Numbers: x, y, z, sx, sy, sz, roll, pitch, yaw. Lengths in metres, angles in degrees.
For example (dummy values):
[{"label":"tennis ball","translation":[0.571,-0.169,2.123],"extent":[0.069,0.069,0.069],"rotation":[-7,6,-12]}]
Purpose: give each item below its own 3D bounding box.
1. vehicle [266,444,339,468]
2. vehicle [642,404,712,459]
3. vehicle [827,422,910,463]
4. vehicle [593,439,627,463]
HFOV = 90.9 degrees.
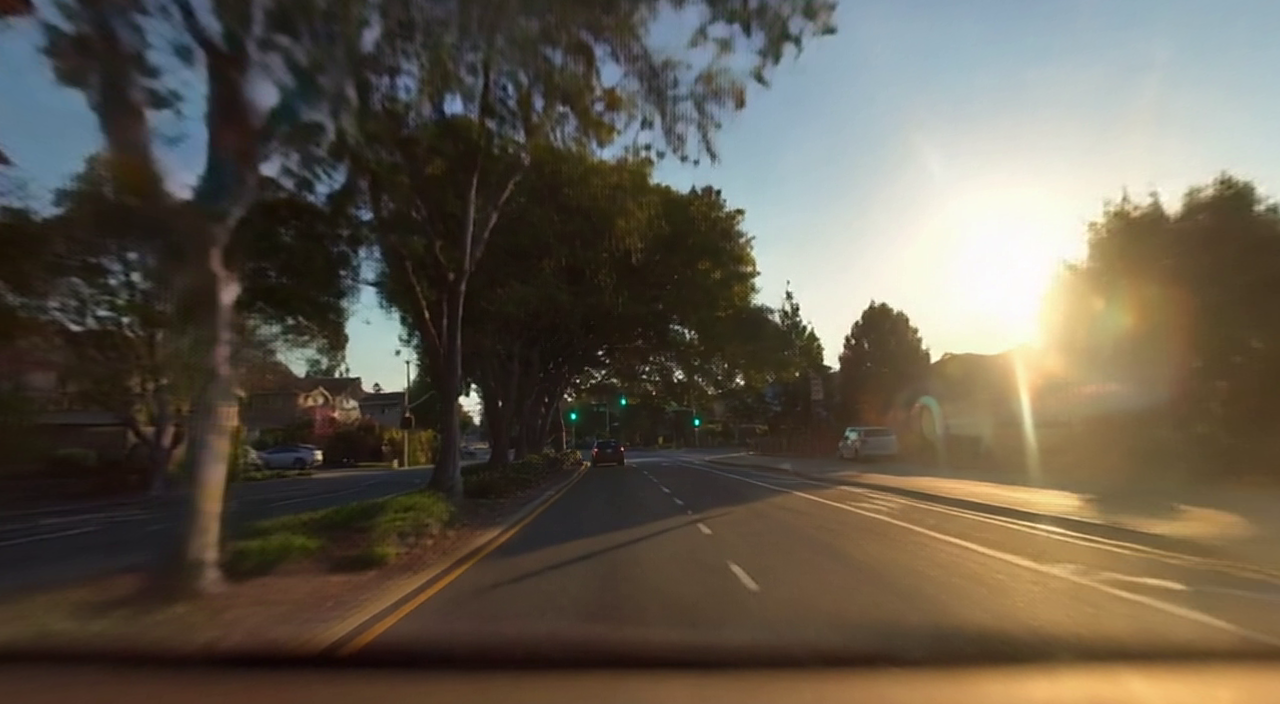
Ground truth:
[{"label":"vehicle","translation":[-25.049,7.727,46.943],"extent":[4.348,1.653,1.948],"rotation":[1,-9,-12]},{"label":"vehicle","translation":[2.221,5.731,44.259],"extent":[3.037,3.261,12.926],"rotation":[0,-8,-5]},{"label":"vehicle","translation":[10.846,4.372,30.428],"extent":[2.145,1.795,4.992],"rotation":[0,-8,0]},{"label":"vehicle","translation":[-1.974,6.393,40.946],"extent":[2.113,1.462,4.203],"rotation":[0,-8,-4]}]
